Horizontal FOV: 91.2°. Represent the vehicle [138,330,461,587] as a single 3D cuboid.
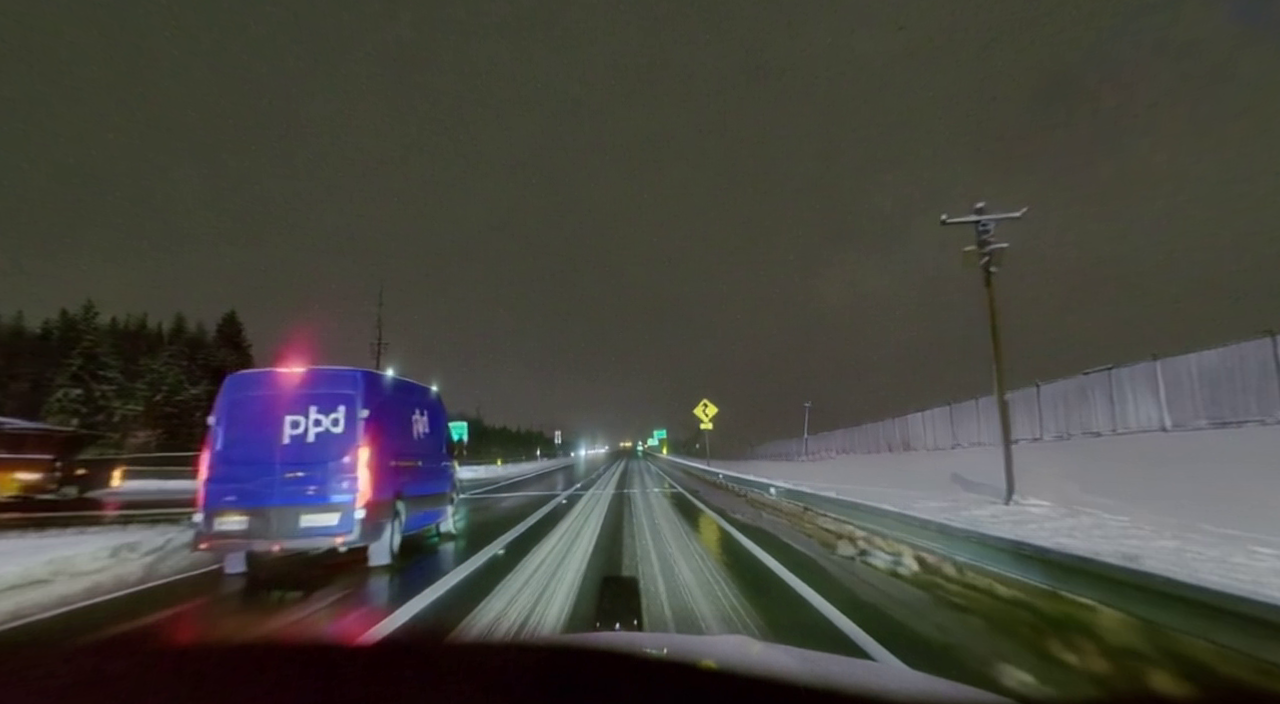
[{"bbox_3d":[-4.526,1.634,10.153,2.463,2.640,7.034,2,-9,-11],"label":"vehicle"}]
